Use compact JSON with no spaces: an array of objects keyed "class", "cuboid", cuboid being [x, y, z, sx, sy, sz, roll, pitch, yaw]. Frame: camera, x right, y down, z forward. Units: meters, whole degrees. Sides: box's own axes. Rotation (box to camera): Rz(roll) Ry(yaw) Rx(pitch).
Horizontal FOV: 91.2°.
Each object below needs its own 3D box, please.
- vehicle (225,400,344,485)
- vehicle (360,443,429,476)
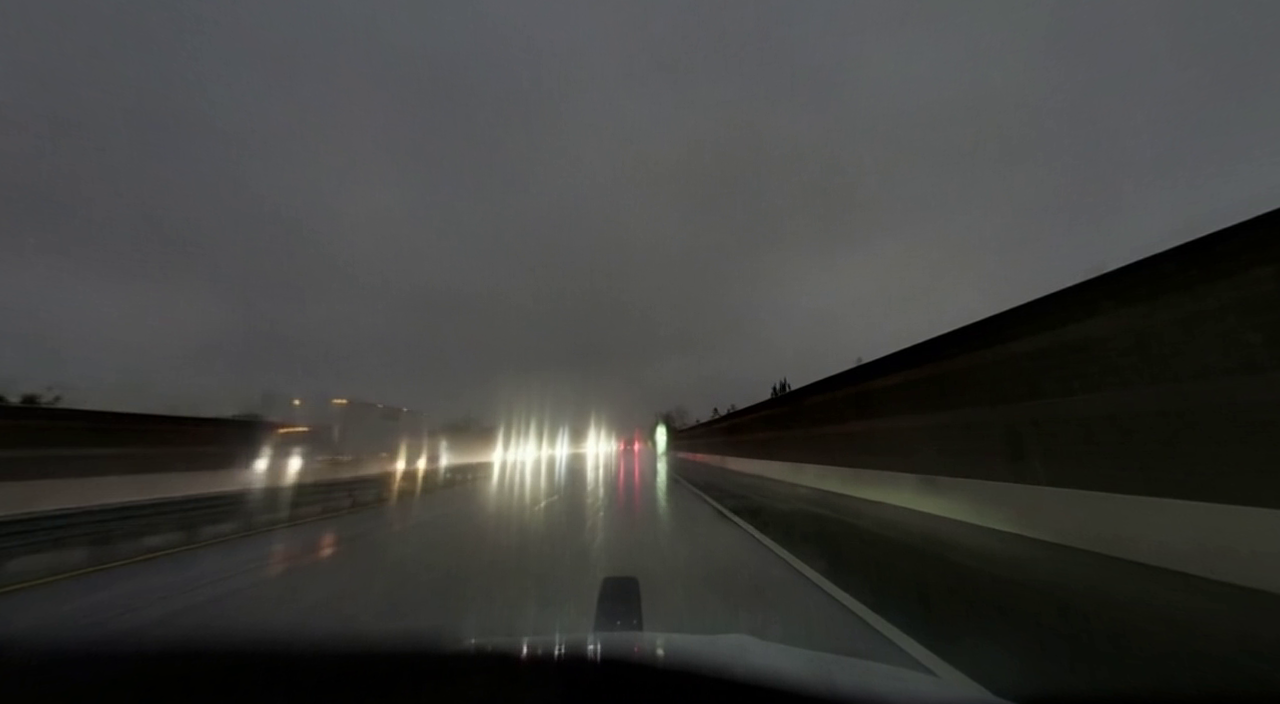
[{"class":"vehicle","cuboid":[-17.380,4.477,31.006,3.086,3.874,4.427,0,-9,-1]},{"class":"vehicle","cuboid":[-13.270,5.831,34.215,2.073,1.645,4.557,0,-9,-2]}]
